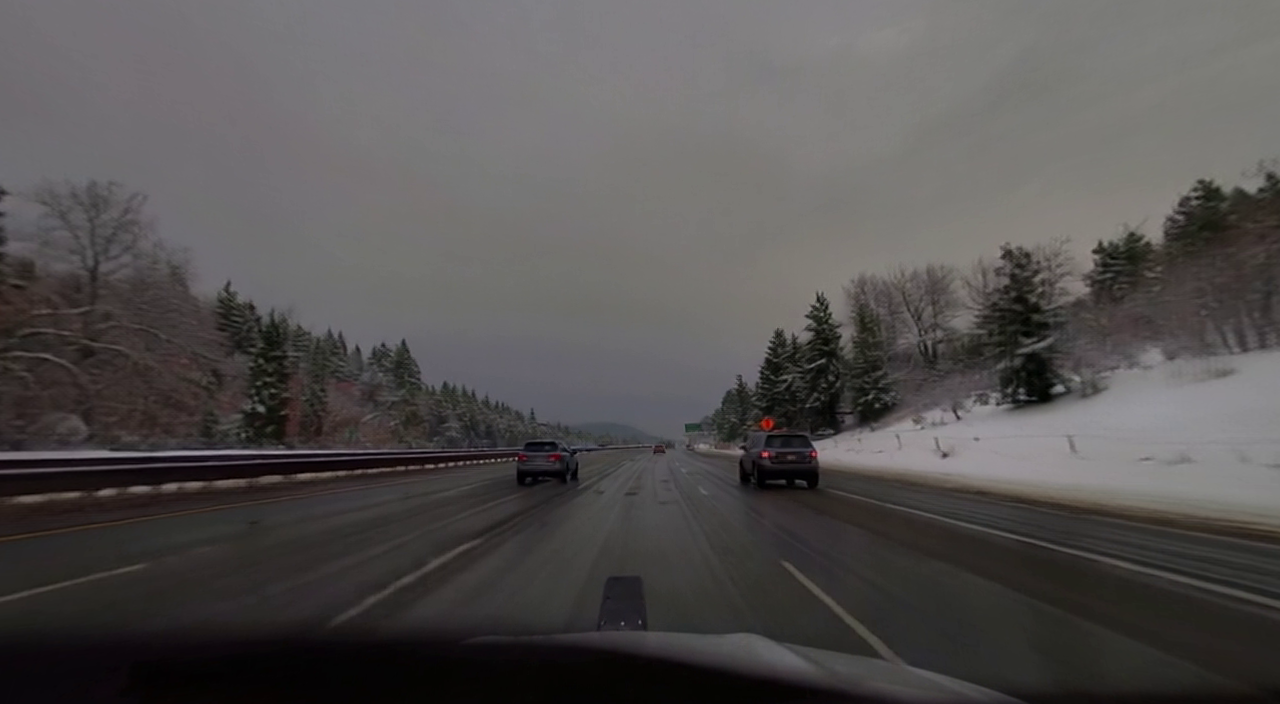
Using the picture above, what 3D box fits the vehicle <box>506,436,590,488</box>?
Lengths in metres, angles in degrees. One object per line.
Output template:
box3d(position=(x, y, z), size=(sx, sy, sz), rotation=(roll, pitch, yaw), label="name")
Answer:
box3d(position=(-3.085, 3.808, 22.006), size=(2.166, 1.608, 4.297), rotation=(0, -9, 2), label="vehicle")

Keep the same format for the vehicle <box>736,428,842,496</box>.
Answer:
box3d(position=(4.332, 3.292, 19.129), size=(2.149, 1.796, 4.487), rotation=(0, -9, 0), label="vehicle")
